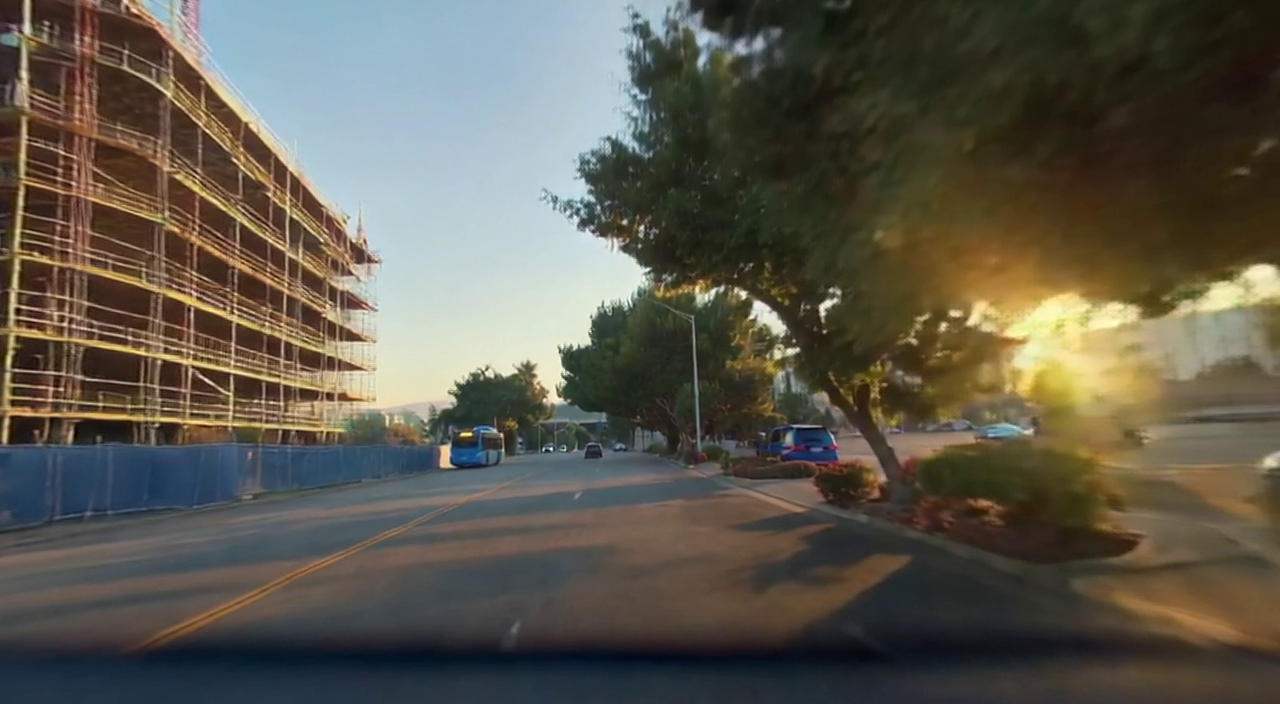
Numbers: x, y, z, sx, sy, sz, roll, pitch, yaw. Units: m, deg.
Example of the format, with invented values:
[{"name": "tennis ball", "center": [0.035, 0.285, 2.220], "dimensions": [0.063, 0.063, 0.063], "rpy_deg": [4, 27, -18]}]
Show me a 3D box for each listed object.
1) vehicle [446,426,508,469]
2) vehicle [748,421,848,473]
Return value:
[{"name": "vehicle", "center": [-11.735, 6.944, 45.992], "dimensions": [2.979, 2.803, 5.962], "rpy_deg": [-1, -8, -1]}, {"name": "vehicle", "center": [6.364, 3.969, 26.411], "dimensions": [2.267, 1.911, 5.816], "rpy_deg": [1, -9, -5]}]
